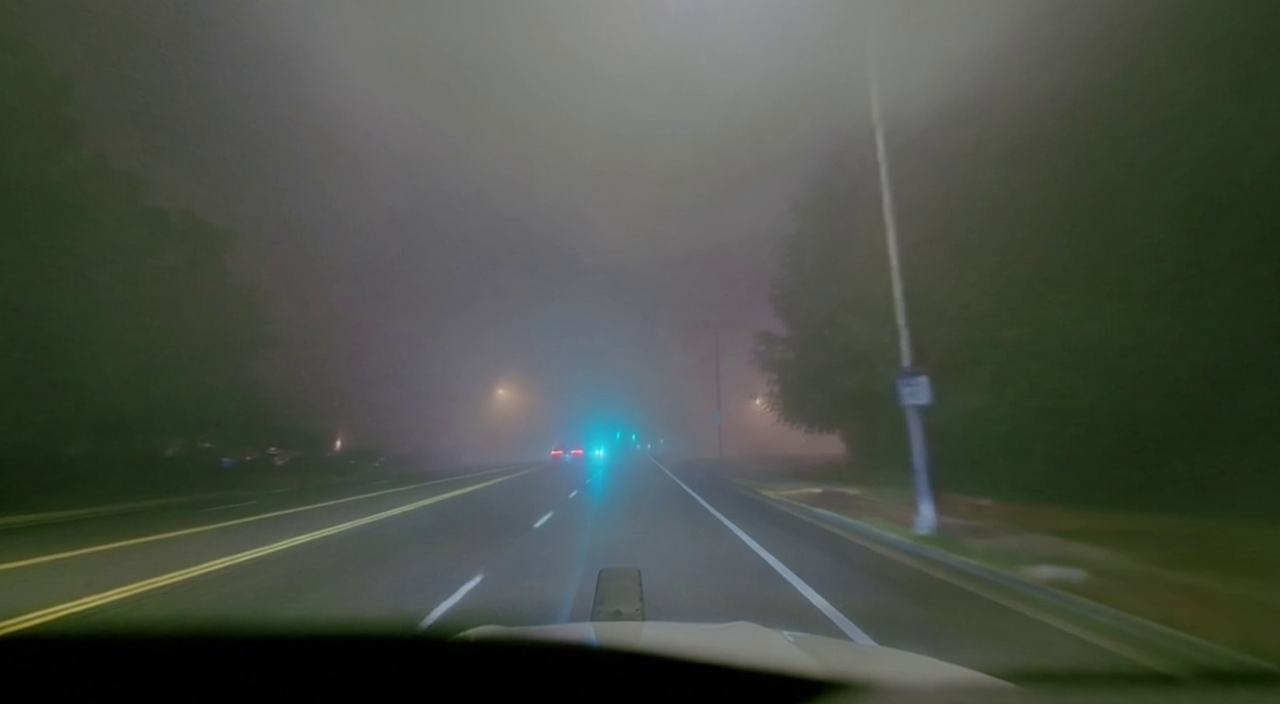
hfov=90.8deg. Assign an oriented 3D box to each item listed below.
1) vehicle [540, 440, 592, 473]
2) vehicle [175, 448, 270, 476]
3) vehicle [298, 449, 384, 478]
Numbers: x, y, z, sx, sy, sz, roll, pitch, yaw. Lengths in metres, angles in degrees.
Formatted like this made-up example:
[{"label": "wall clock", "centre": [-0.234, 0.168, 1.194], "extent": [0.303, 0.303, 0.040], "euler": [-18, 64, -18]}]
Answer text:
[{"label": "vehicle", "centre": [-3.488, 5.027, 30.573], "extent": [2.030, 1.467, 4.251], "euler": [0, -8, -1]}, {"label": "vehicle", "centre": [-27.923, 7.385, 42.376], "extent": [4.945, 1.781, 2.046], "euler": [-1, -8, 2]}, {"label": "vehicle", "centre": [-19.901, 7.416, 42.176], "extent": [4.802, 1.511, 1.866], "euler": [-3, -7, -5]}]
